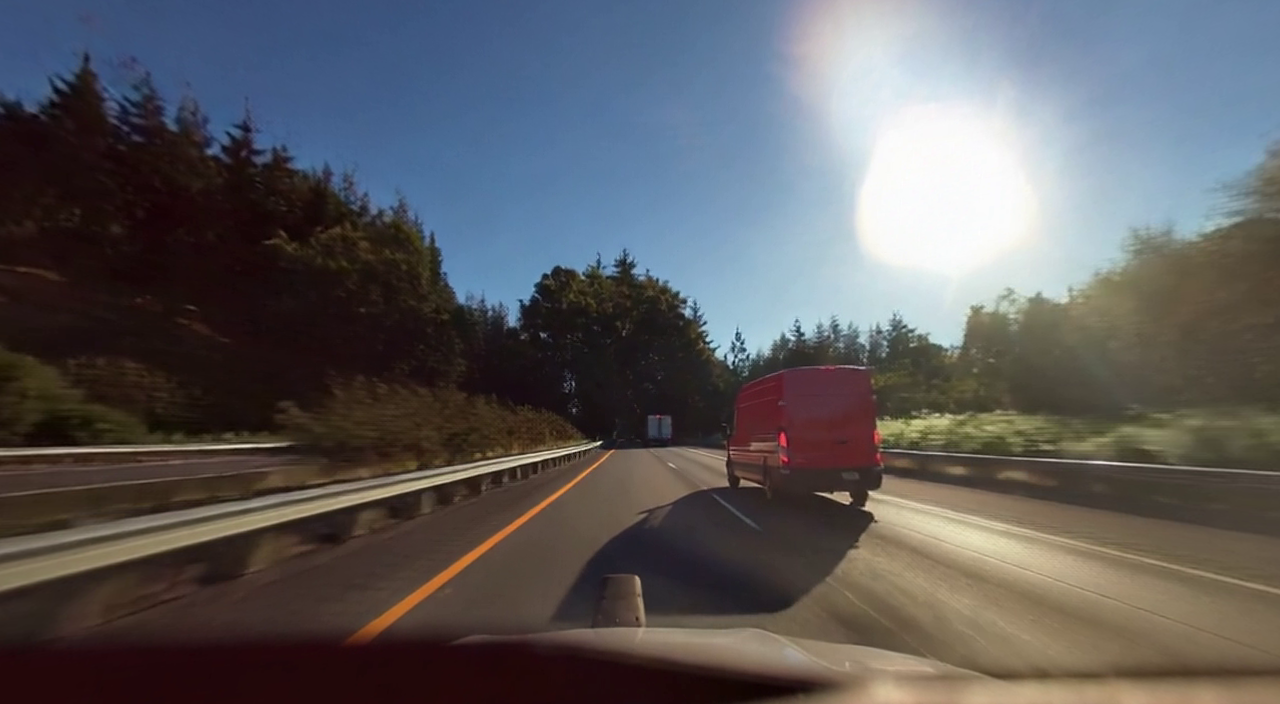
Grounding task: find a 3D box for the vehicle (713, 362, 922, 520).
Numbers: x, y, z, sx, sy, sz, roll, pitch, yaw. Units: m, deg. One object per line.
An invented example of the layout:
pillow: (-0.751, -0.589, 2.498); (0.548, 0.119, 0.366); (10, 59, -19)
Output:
vehicle: (3.283, 1.873, 13.520); (2.570, 2.596, 6.082); (0, -8, -1)
